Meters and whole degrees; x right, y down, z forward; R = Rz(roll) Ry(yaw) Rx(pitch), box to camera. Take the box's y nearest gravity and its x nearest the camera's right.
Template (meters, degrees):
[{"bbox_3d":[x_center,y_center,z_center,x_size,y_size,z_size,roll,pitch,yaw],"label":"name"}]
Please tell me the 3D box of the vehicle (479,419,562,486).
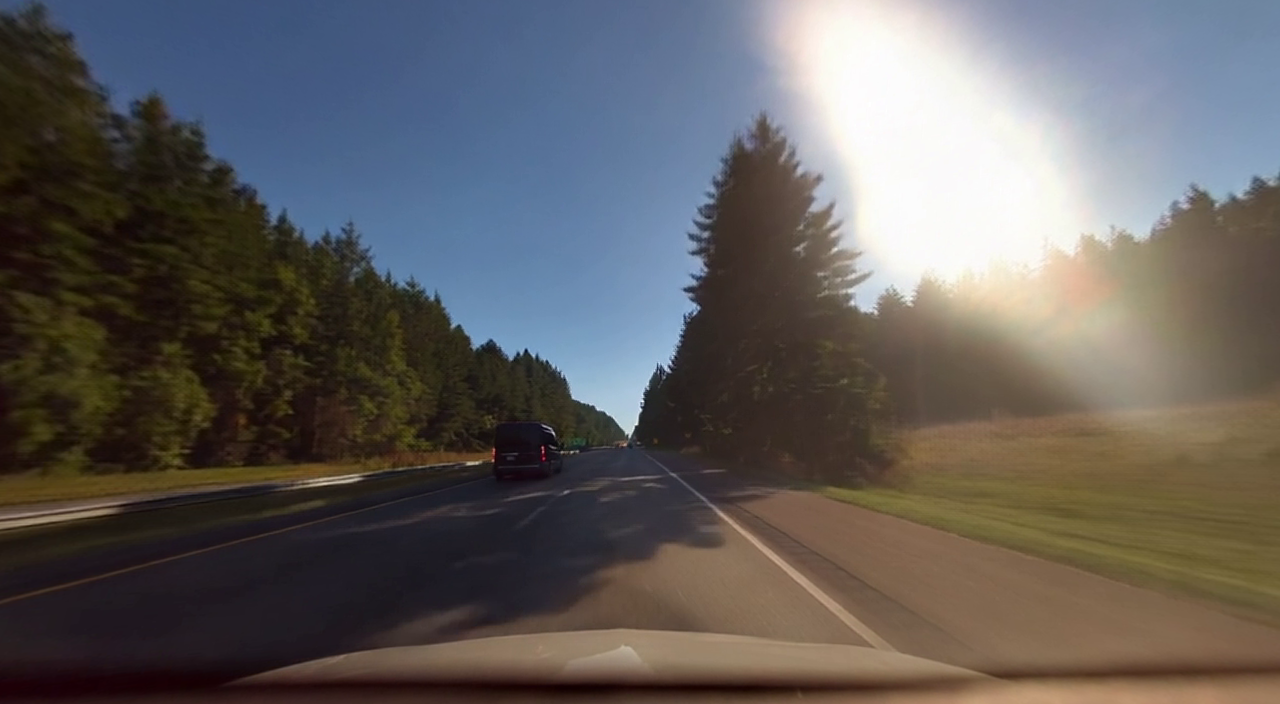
[{"bbox_3d":[-4.016,3.473,22.000,1.976,2.029,4.737,-1,-8,0],"label":"vehicle"}]
